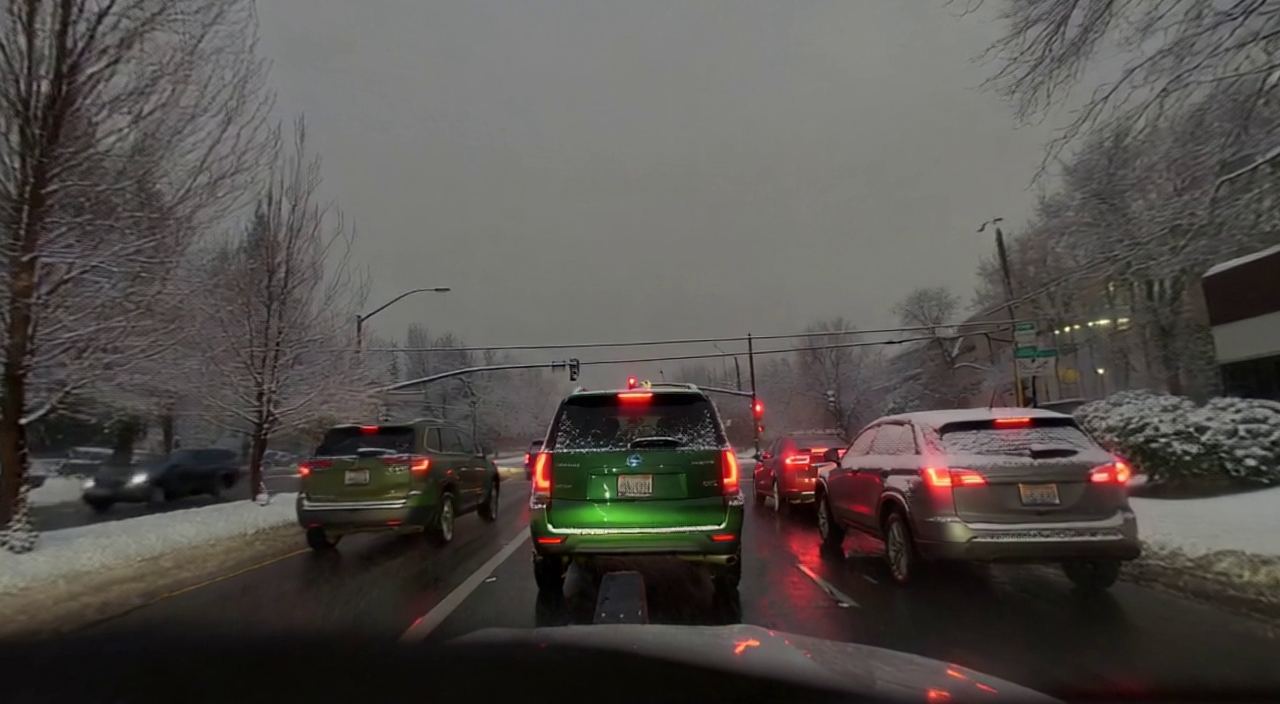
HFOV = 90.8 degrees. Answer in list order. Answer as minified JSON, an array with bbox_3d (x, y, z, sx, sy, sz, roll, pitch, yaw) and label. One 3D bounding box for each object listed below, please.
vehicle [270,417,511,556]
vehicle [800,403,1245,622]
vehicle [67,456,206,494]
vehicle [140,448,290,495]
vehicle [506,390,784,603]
[{"bbox_3d":[-3.383,1.899,9.583,1.961,1.639,4.064,0,-9,0],"label":"vehicle"},{"bbox_3d":[3.480,1.548,7.047,2.202,1.657,4.298,0,-9,-1],"label":"vehicle"},{"bbox_3d":[-22.234,5.422,28.220,2.312,1.443,4.684,0,-9,1],"label":"vehicle"},{"bbox_3d":[-14.916,4.192,22.577,2.206,1.481,4.481,0,-9,1],"label":"vehicle"},{"bbox_3d":[0.028,1.490,7.256,2.294,1.761,3.857,0,-9,0],"label":"vehicle"}]
